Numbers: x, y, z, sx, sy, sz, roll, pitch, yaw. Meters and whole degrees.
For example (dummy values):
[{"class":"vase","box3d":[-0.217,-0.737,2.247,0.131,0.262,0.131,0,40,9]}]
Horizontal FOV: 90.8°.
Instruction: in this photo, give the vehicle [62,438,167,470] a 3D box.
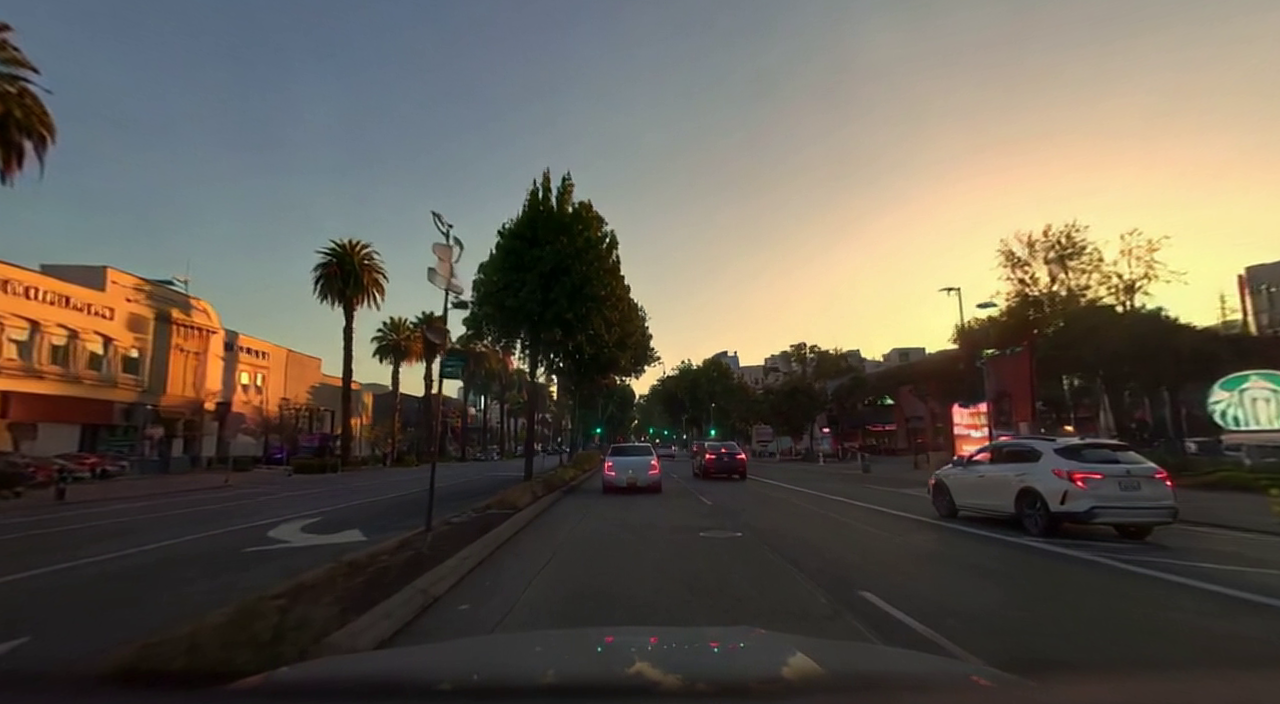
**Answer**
[{"class":"vehicle","box3d":[-32.029,6.201,38.582,4.660,1.876,2.016,-1,-8,3]}]

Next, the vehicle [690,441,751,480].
[{"class":"vehicle","box3d":[3.378,4.648,27.376,1.892,1.532,4.177,0,-8,-3]}]

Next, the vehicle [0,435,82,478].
[{"class":"vehicle","box3d":[-31.281,5.172,31.234,5.230,1.986,2.250,0,-10,3]}]

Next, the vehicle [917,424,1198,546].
[{"class":"vehicle","box3d":[6.707,2.138,10.861,1.940,1.674,4.085,0,-8,-1]}]

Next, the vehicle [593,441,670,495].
[{"class":"vehicle","box3d":[-0.266,3.493,19.469,2.110,1.487,3.873,0,-8,-1]}]
